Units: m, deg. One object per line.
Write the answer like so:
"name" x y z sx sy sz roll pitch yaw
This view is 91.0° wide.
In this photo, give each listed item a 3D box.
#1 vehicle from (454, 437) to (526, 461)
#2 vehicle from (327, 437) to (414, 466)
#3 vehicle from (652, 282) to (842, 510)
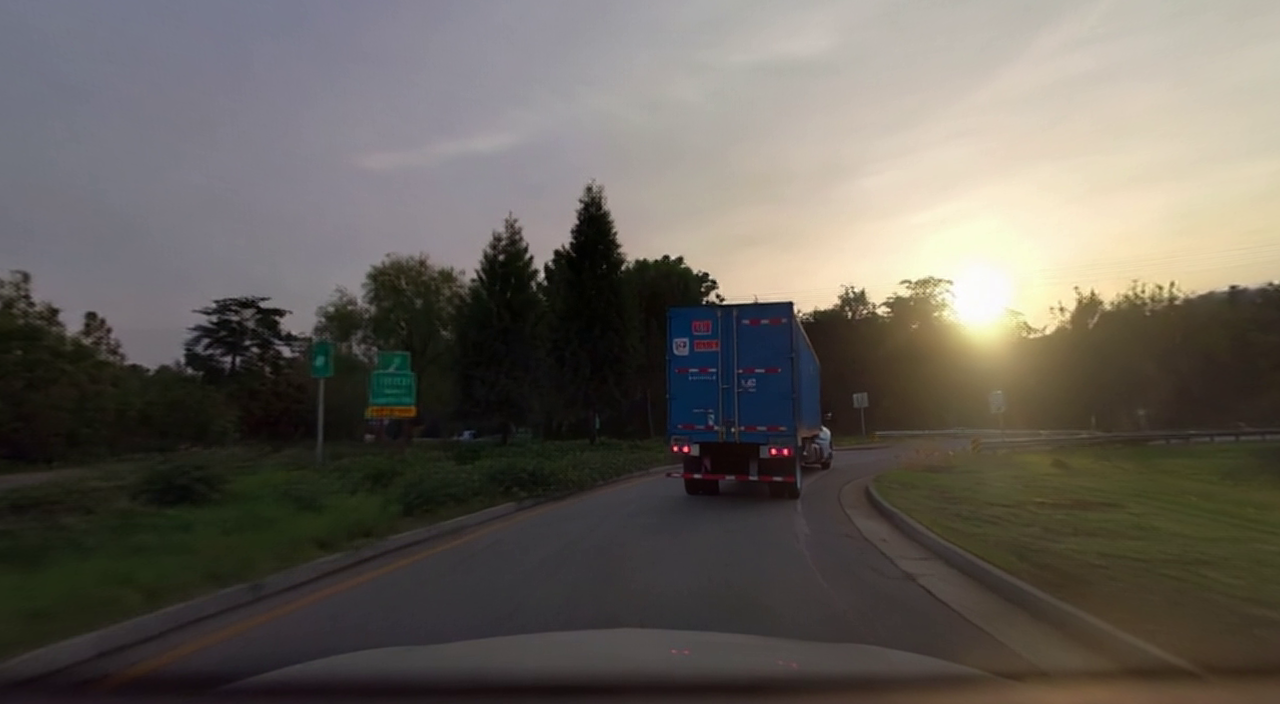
"vehicle" -9.878 6.374 41.376 4.350 1.410 1.726 2 -9 -24
"vehicle" -16.258 6.009 38.023 4.578 1.573 1.806 4 -9 -31
"vehicle" 3.100 1.334 14.916 2.937 3.647 9.344 -4 -8 18
